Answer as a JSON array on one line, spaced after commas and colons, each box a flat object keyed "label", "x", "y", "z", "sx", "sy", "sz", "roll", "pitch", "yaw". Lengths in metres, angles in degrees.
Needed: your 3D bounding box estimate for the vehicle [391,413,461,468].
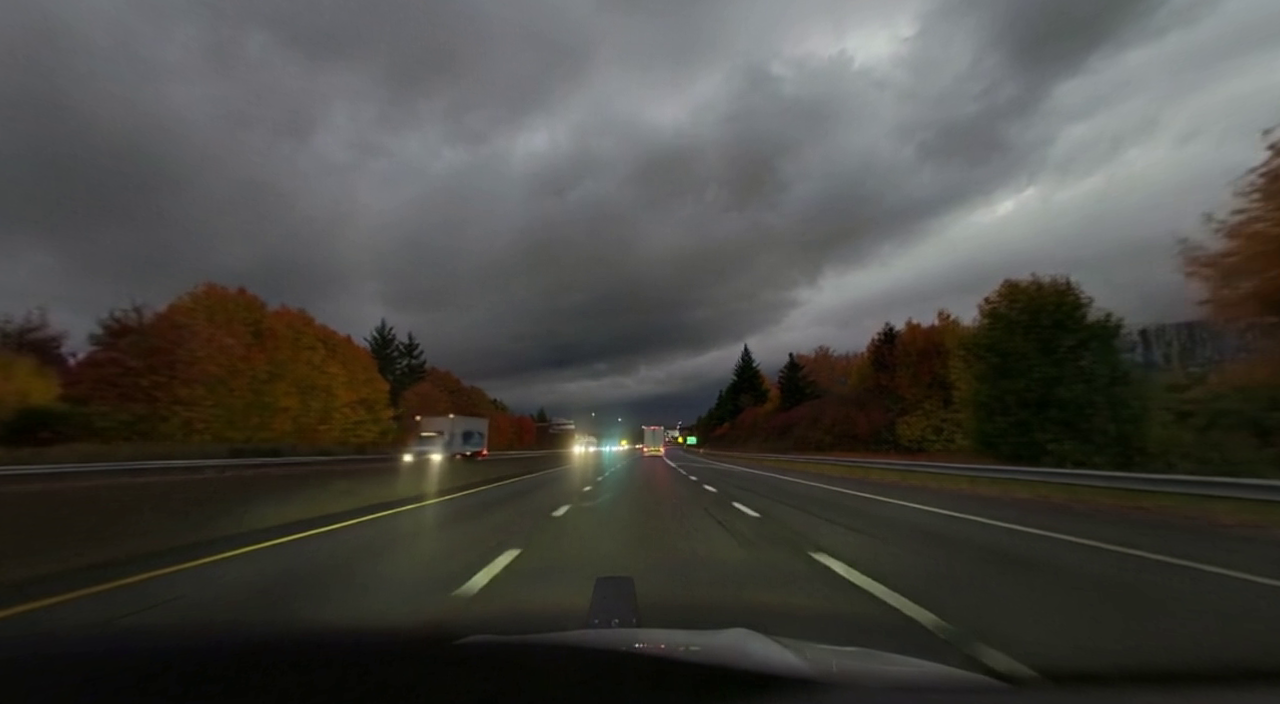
[{"label": "vehicle", "x": -16.061, "y": 6.742, "z": 47.562, "sx": 2.997, "sy": 3.843, "sz": 5.945, "roll": -1, "pitch": -9, "yaw": 1}]
